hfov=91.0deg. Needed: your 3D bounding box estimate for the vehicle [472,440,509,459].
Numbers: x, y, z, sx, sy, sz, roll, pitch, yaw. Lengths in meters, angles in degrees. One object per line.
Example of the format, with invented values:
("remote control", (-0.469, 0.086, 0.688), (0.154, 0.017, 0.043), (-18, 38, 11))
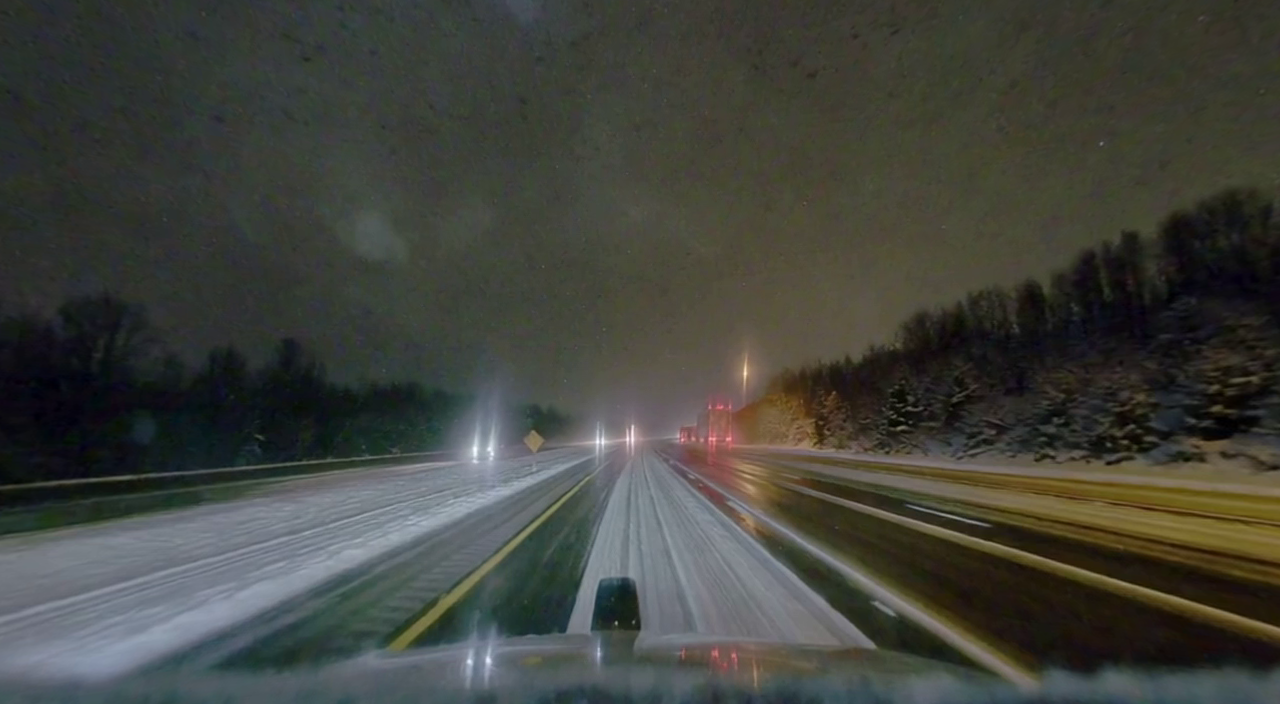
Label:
("vehicle", (-11.769, 7.686, 49.781), (1.939, 1.470, 3.994), (-1, -8, 0))
